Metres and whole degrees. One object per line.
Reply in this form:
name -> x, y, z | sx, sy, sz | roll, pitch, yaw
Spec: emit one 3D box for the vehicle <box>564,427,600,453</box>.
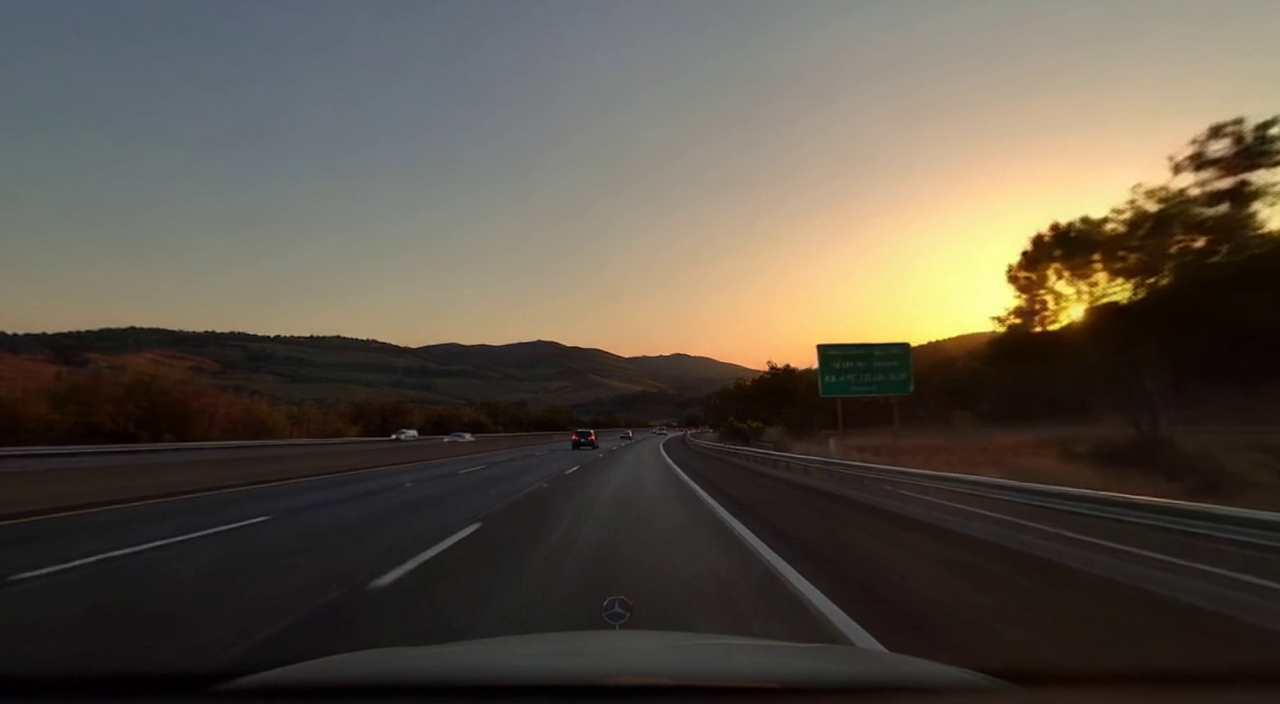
vehicle -> -3.966, 6.087, 43.477 | 1.980, 1.721, 4.419 | 0, -8, 1
